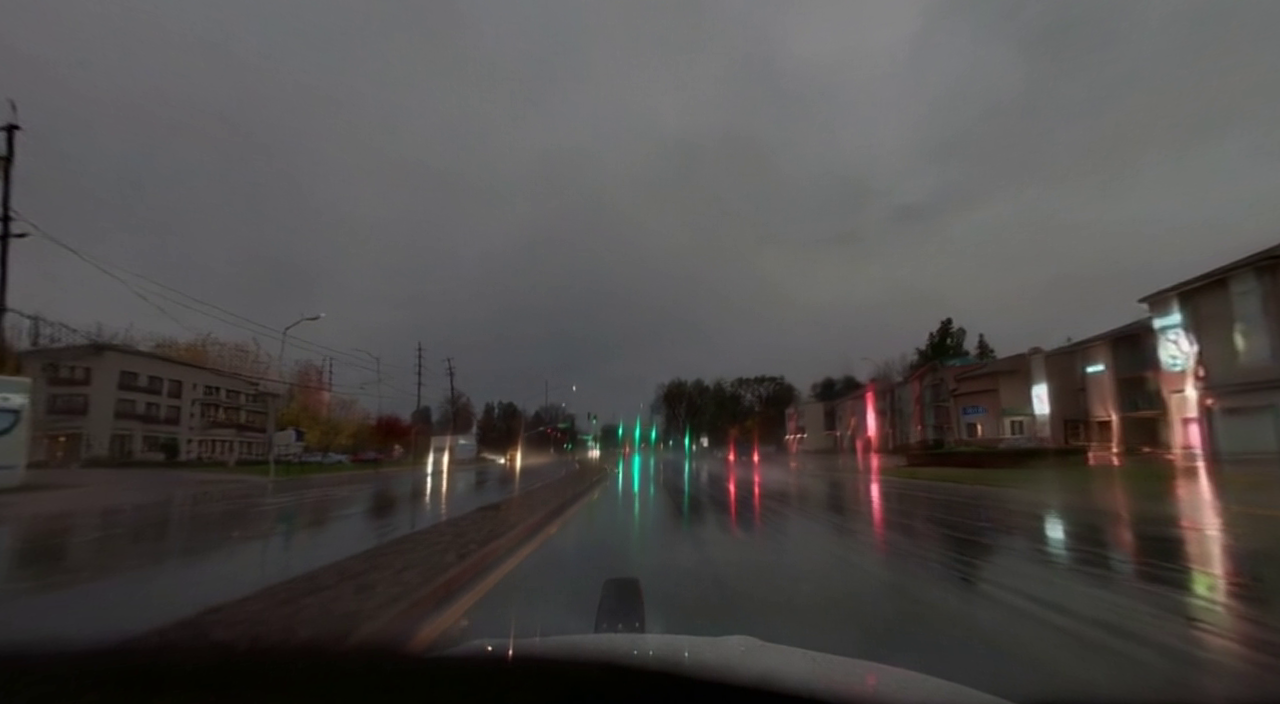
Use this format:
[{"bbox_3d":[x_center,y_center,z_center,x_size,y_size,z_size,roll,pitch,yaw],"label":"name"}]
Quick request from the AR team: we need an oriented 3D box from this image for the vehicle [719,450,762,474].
[{"bbox_3d":[6.365,7.014,40.503,1.916,1.437,4.327,0,-9,-2],"label":"vehicle"}]
